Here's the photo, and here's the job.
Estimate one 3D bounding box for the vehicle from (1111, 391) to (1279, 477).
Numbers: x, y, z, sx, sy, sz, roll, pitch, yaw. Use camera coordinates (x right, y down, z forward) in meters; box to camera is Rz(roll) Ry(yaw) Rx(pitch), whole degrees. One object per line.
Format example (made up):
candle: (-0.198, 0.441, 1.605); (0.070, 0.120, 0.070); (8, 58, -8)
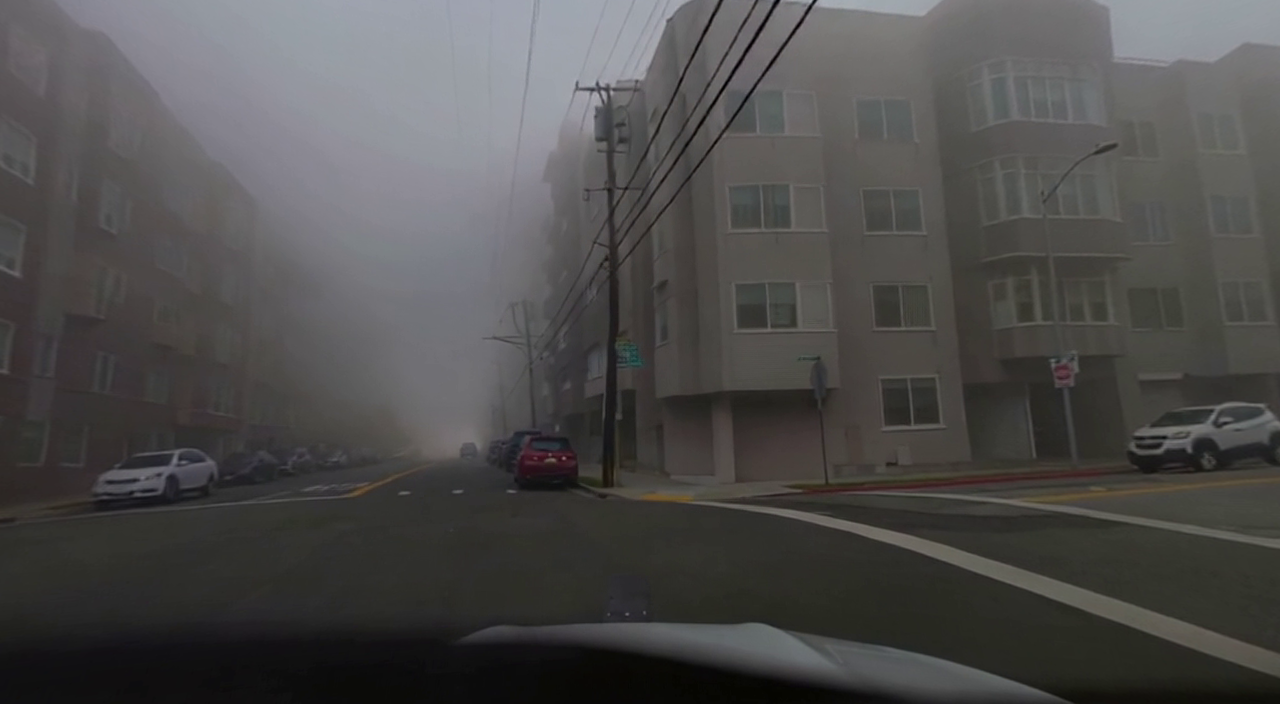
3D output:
vehicle: (16.323, 2.227, 17.954); (4.259, 2.102, 2.376); (-1, -4, -15)

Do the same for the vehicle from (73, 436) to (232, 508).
vehicle: (-14.406, 3.487, 19.023); (2.140, 1.874, 4.475); (2, -8, -16)

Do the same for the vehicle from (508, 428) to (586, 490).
vehicle: (-3.280, 3.546, 21.377); (2.164, 1.721, 4.416); (-2, -7, -14)

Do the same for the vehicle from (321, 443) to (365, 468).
vehicle: (-21.084, 7.330, 44.866); (2.032, 1.641, 4.162); (2, -8, -15)
